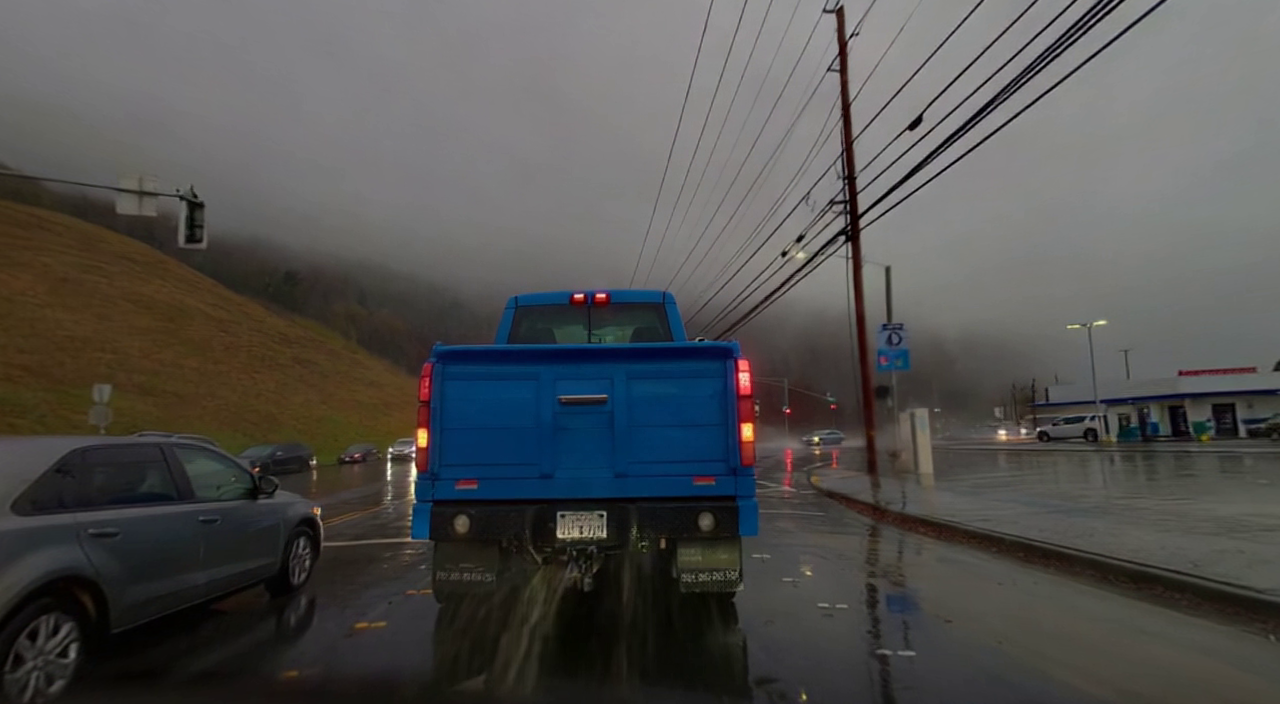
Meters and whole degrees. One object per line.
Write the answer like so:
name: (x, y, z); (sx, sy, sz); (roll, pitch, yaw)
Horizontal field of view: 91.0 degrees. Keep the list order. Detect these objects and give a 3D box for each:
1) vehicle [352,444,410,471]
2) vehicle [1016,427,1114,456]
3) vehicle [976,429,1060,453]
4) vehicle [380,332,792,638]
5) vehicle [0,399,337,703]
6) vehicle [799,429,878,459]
vehicle: (-17.138, 7.009, 41.906); (2.133, 1.690, 4.331); (0, -9, -3)
vehicle: (25.548, 5.394, 37.935); (4.419, 1.496, 1.854); (-2, -9, 1)
vehicle: (28.410, 6.730, 47.421); (5.021, 1.757, 2.012); (0, -8, 0)
vehicle: (-0.429, 1.322, 7.207); (2.859, 2.144, 5.406); (0, -9, -1)
vehicle: (-3.965, 1.188, 3.979); (2.017, 1.555, 4.150); (-1, -9, 0)
vehicle: (14.200, 6.555, 44.756); (6.346, 1.917, 2.360); (8, -11, -42)
